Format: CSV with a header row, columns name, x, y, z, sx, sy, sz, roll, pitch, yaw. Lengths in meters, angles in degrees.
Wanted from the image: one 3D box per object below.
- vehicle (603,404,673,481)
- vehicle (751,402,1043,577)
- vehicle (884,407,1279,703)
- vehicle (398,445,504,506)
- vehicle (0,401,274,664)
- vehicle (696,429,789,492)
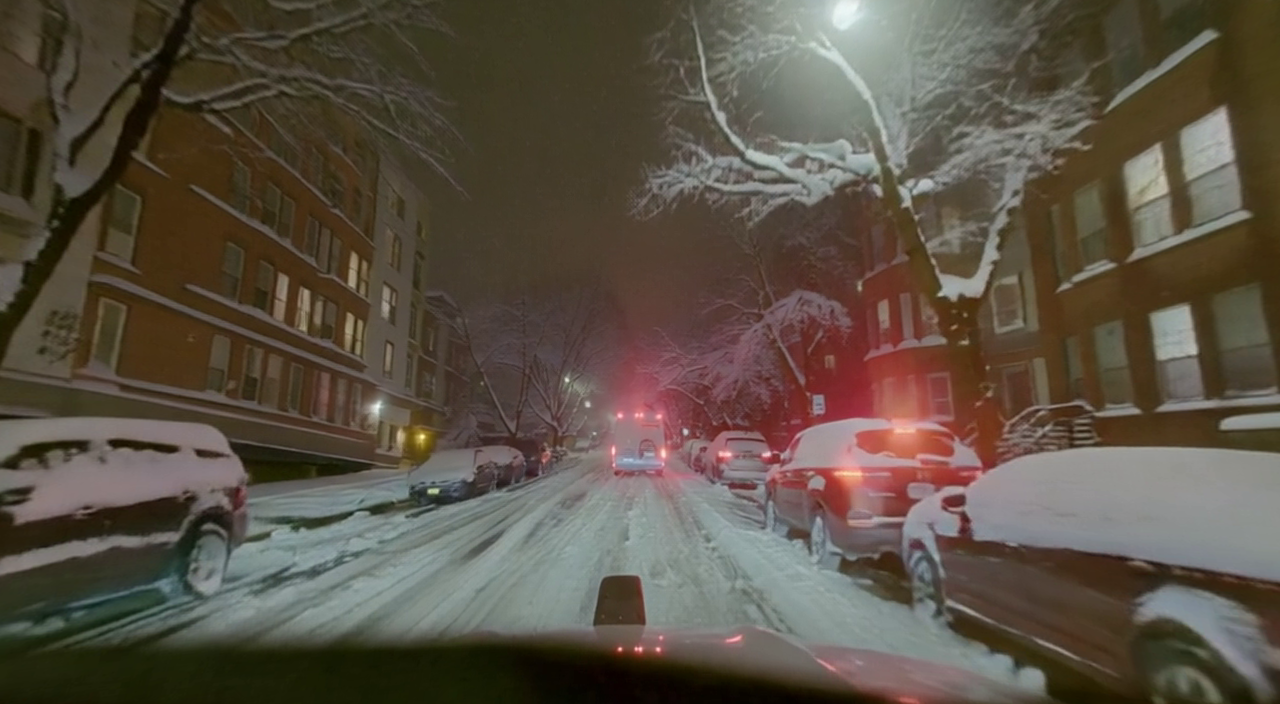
name,x,y,z,sx,sy,sz,roll,pitch,yaw
vehicle,-0.102,4.131,28.751,2.754,3.008,7.730,0,-9,0
vehicle,3.202,1.848,9.330,2.152,1.868,4.976,0,-9,0
vehicle,3.350,1.210,4.019,1.876,1.491,4.507,0,-9,1
vehicle,-5.625,3.689,19.435,1.967,1.492,4.781,-4,-8,-2
vehicle,-5.305,1.392,5.300,1.923,1.755,4.316,-1,-9,-1
vehicle,3.324,3.687,21.849,2.232,1.860,5.593,0,-9,-1
